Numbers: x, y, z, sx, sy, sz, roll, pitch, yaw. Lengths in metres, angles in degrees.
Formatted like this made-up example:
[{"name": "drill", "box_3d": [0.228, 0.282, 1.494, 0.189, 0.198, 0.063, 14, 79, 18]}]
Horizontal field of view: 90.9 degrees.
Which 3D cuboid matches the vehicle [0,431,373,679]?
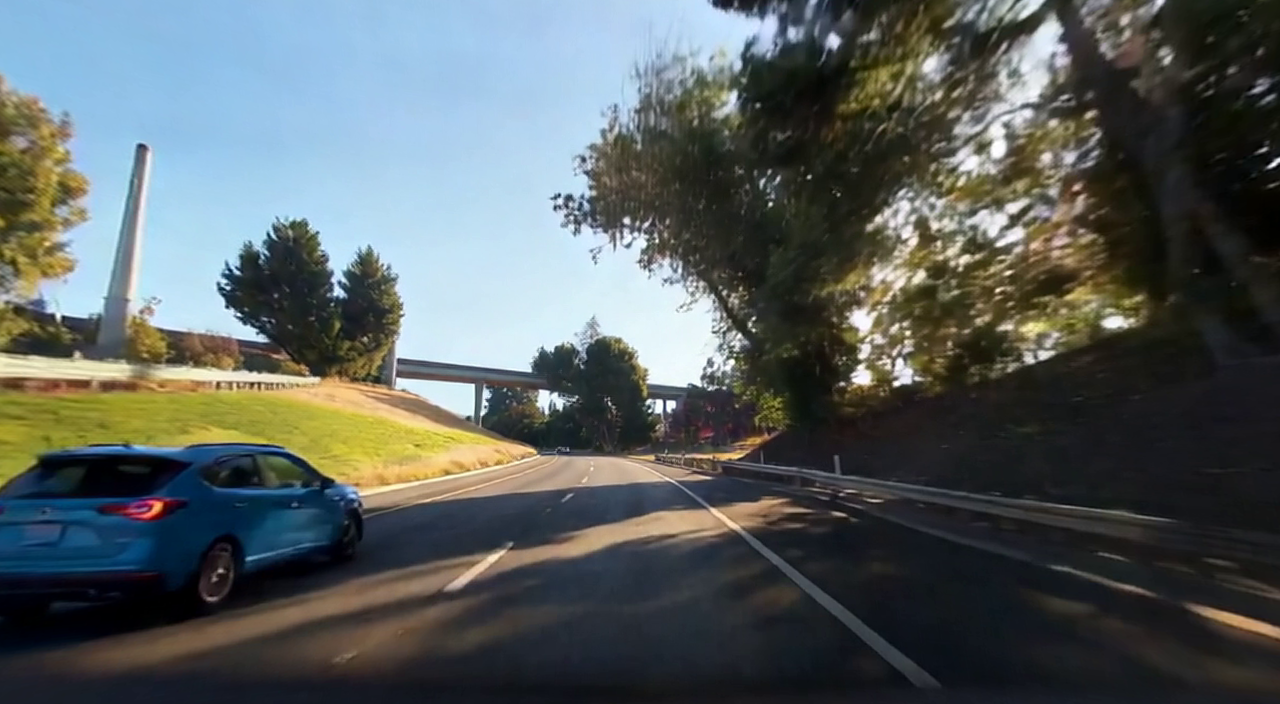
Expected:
[{"name": "vehicle", "box_3d": [-4.578, 1.590, 6.162, 1.968, 1.503, 4.443, 0, -9, 0]}]
